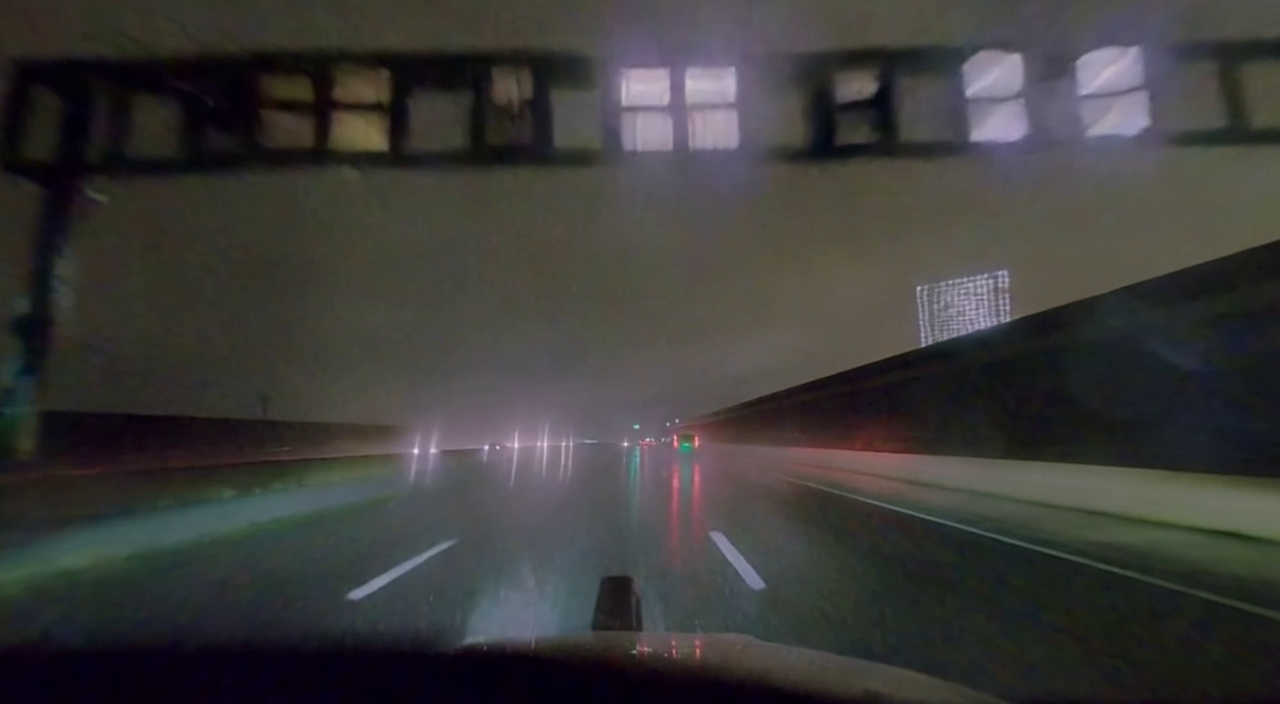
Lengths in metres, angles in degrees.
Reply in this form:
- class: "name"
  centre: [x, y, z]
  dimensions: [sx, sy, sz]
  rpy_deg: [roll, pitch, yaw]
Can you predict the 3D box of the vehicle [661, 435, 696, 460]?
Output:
- class: "vehicle"
  centre: [2.406, 6.069, 39.983]
  dimensions: [1.946, 1.481, 3.969]
  rpy_deg: [0, -8, 0]
